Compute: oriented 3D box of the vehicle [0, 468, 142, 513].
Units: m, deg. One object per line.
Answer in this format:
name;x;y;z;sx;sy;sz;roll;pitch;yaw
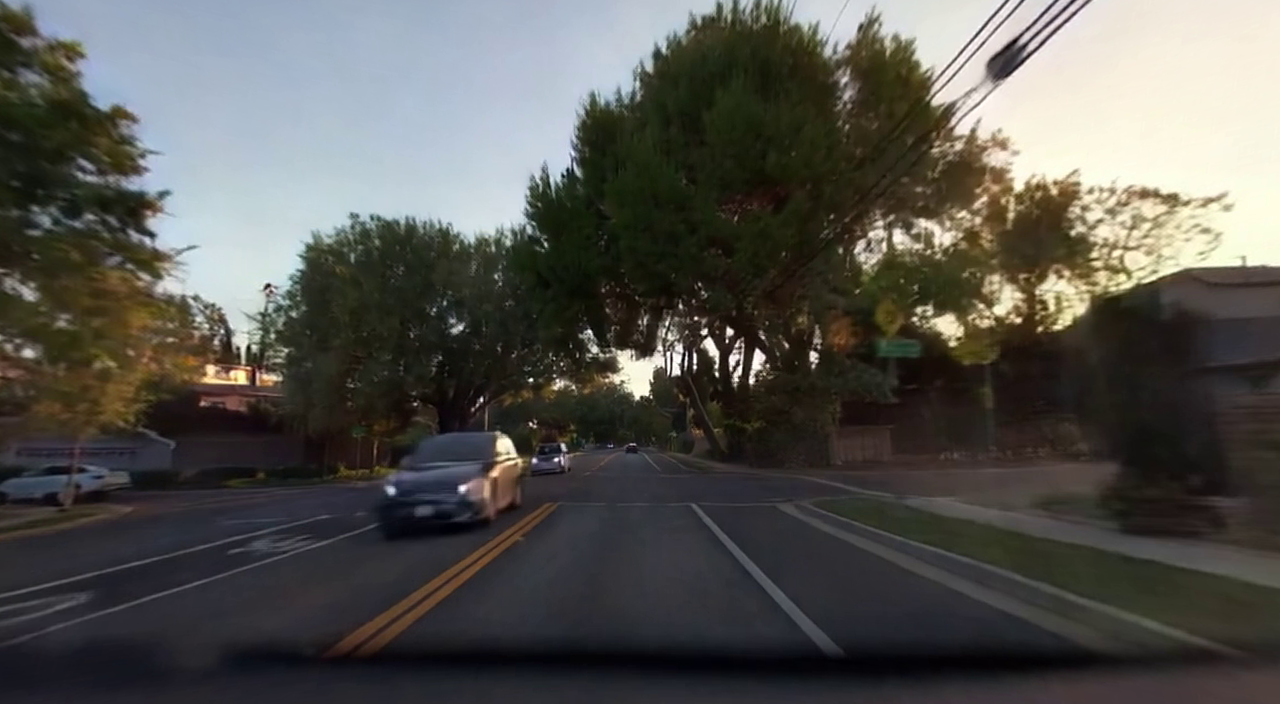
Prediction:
vehicle;-21.063;5.004;23.045;4.241;1.385;1.727;2;-10;2
